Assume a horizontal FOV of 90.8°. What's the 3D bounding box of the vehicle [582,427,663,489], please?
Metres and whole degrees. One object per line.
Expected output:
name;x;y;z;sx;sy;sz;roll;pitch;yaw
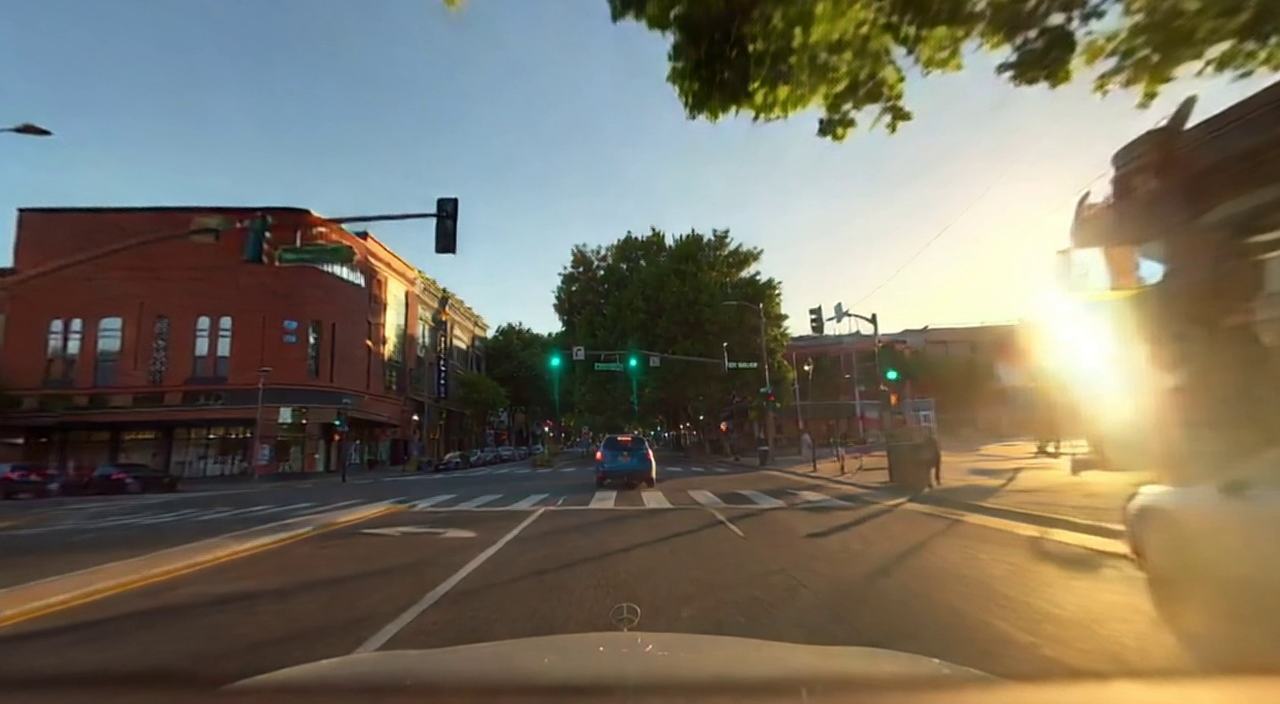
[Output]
vehicle;-0.549;3.465;20.902;2.382;1.796;4.610;0;-8;-1

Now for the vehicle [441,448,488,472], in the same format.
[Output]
vehicle;-11.932;7.355;43.147;1.972;1.475;4.381;0;-8;0

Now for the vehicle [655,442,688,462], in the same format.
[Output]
vehicle;2.343;7.687;48.695;2.209;1.478;4.138;0;-8;-2

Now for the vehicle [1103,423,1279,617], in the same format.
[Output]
vehicle;6.052;1.272;4.653;1.986;1.515;4.265;0;-8;-1

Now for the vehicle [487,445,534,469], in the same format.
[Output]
vehicle;-8.470;6.904;41.732;2.152;1.468;4.737;0;-8;0

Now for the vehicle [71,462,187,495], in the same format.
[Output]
vehicle;-26.139;6.467;32.398;4.317;1.524;1.809;0;-8;-1
